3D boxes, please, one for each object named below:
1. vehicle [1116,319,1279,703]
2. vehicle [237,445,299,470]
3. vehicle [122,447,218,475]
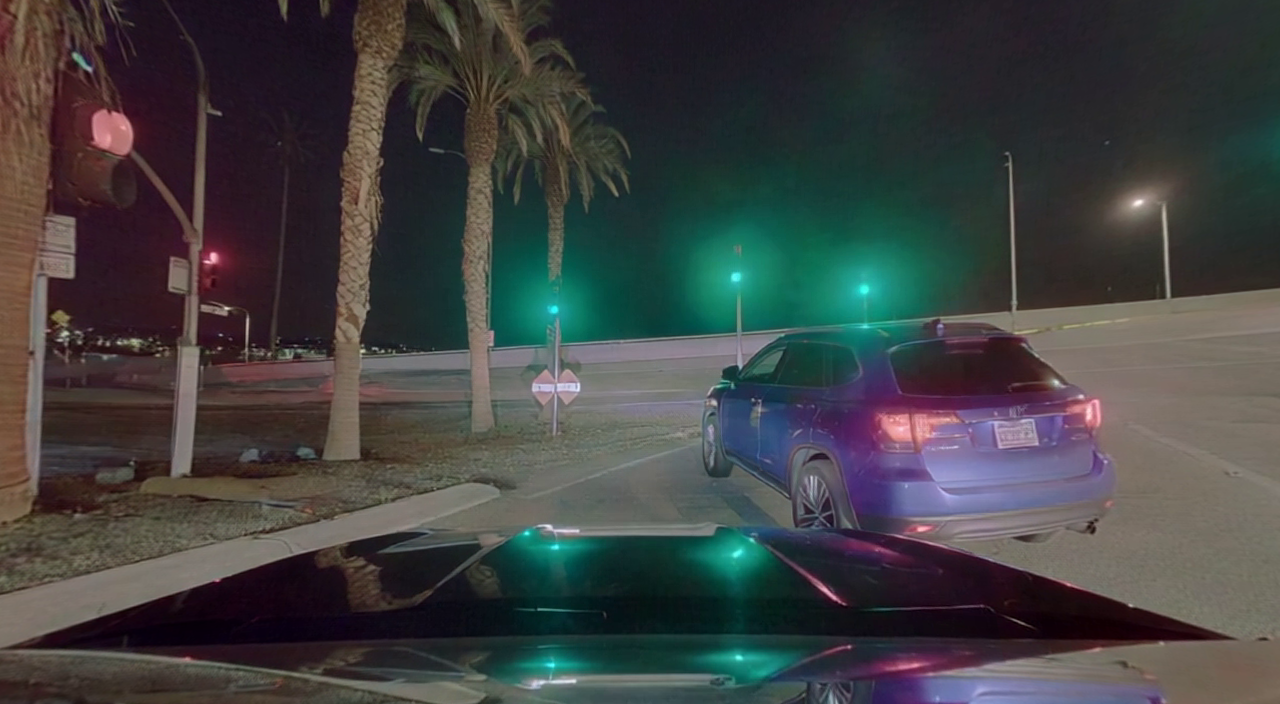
[{"bbox_3d":[3.469,0.518,0.782,2.028,1.770,4.737,0,-9,0],"label":"vehicle"},{"bbox_3d":[-26.245,7.421,44.565,1.941,1.631,4.017,0,-9,0],"label":"vehicle"},{"bbox_3d":[-26.536,6.164,35.767,1.830,1.443,4.551,0,-9,2],"label":"vehicle"}]
